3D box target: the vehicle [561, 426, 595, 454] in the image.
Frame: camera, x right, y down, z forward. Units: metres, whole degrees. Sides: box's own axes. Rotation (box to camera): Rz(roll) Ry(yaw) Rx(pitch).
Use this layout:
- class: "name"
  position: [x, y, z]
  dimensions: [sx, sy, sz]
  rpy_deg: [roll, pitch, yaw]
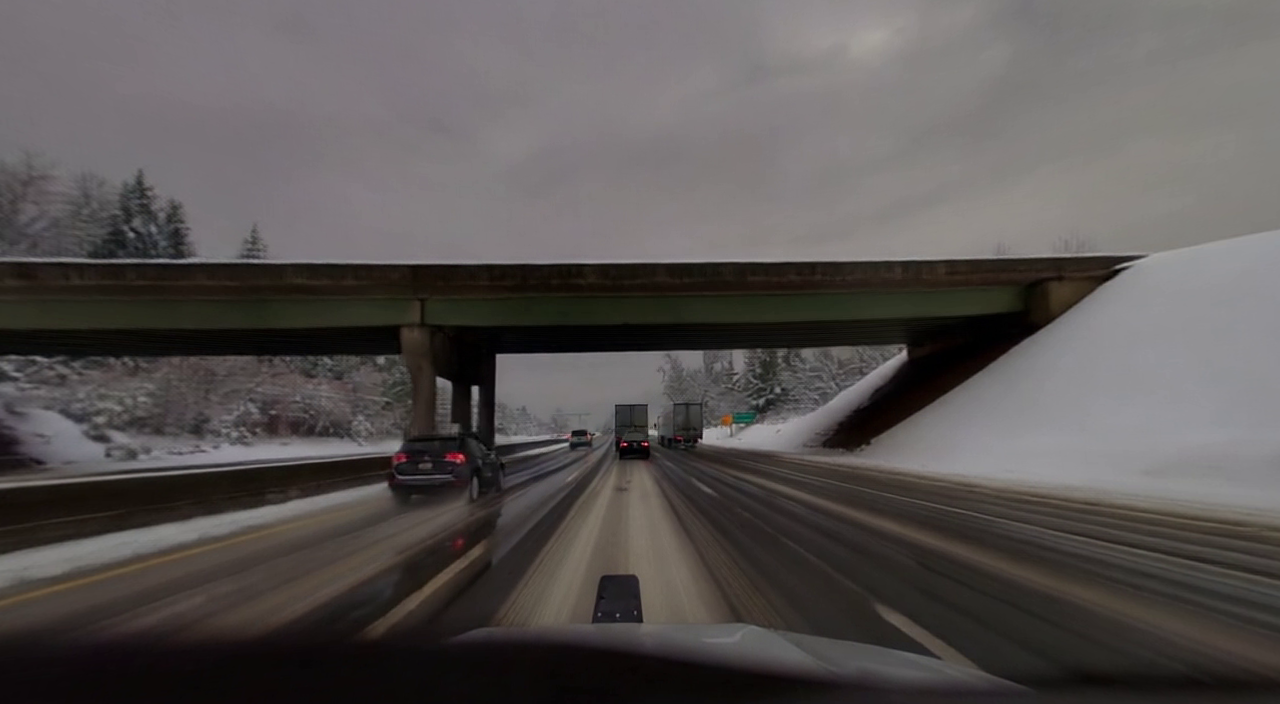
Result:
- class: "vehicle"
  position: [-4.573, 6.564, 47.203]
  dimensions: [2.013, 1.961, 4.692]
  rpy_deg: [0, -8, 0]

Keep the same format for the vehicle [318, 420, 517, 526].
- class: "vehicle"
  position: [-3.714, 2.093, 11.623]
  dimensions: [1.979, 1.527, 4.754]
  rpy_deg: [0, -8, 0]

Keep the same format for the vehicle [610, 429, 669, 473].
- class: "vehicle"
  position: [-0.057, 3.693, 23.722]
  dimensions: [2.059, 1.522, 3.693]
  rpy_deg: [0, -8, -1]
